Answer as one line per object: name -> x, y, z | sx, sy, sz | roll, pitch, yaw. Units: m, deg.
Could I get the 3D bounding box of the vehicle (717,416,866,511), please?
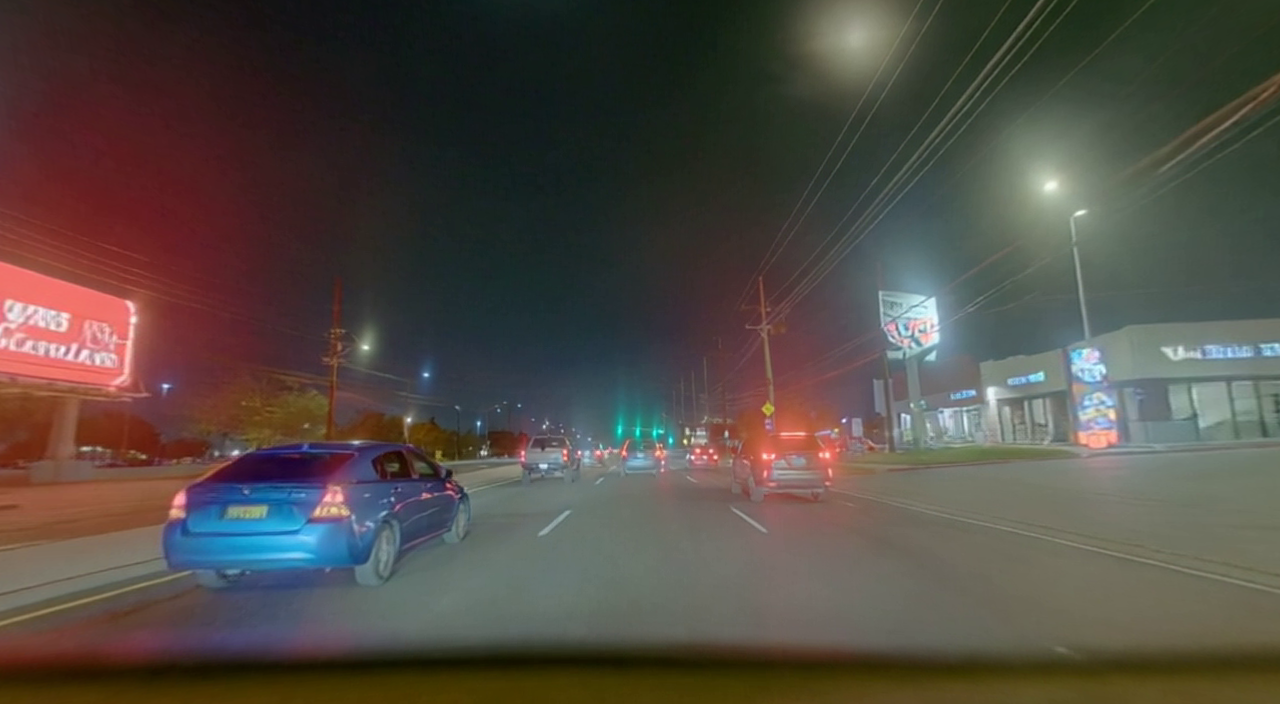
vehicle -> 3.361, 2.612, 15.265 | 2.282, 1.897, 4.915 | 0, -8, -1

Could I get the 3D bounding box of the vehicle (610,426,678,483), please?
vehicle -> 0.109, 3.815, 23.700 | 2.326, 1.925, 4.253 | 0, -8, -1

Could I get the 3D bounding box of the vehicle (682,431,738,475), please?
vehicle -> 3.208, 4.724, 29.809 | 2.026, 1.904, 4.102 | 0, -8, -2

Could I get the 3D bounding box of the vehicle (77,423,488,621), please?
vehicle -> -3.299, 1.641, 7.161 | 2.022, 1.498, 4.471 | 0, -8, 0

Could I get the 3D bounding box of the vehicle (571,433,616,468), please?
vehicle -> -2.827, 6.195, 39.947 | 2.405, 2.009, 5.909 | 0, -8, 0

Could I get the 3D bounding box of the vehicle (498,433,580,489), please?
vehicle -> -3.233, 3.573, 21.017 | 2.051, 1.671, 3.861 | 0, -8, 0
